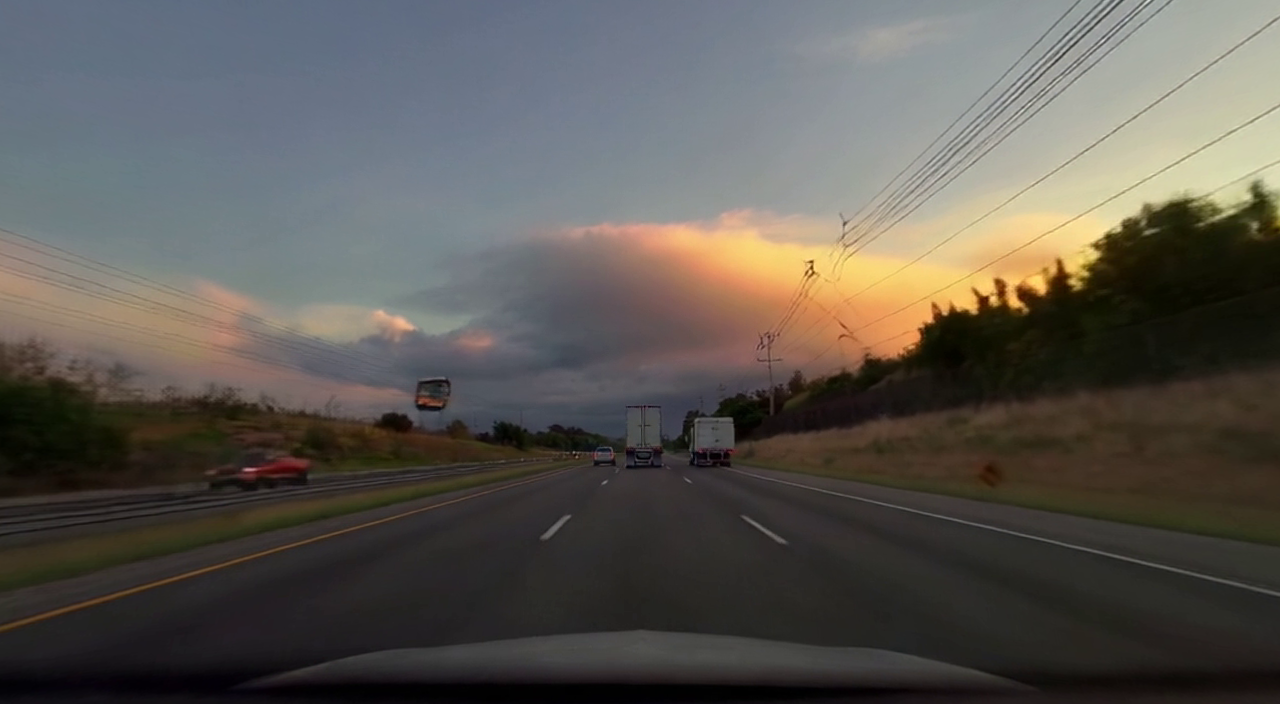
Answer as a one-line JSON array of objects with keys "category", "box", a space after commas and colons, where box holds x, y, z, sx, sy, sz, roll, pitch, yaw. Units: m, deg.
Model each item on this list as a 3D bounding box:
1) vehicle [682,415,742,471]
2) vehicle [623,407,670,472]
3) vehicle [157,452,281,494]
[{"category": "vehicle", "box": [4.650, 6.254, 42.712, 2.938, 3.378, 8.820, 0, -9, 0]}, {"category": "vehicle", "box": [0.449, 6.614, 46.786, 2.997, 4.076, 13.224, 0, -9, 0]}, {"category": "vehicle", "box": [-16.361, 4.712, 24.837, 1.860, 1.487, 4.322, 0, -9, 0]}]
